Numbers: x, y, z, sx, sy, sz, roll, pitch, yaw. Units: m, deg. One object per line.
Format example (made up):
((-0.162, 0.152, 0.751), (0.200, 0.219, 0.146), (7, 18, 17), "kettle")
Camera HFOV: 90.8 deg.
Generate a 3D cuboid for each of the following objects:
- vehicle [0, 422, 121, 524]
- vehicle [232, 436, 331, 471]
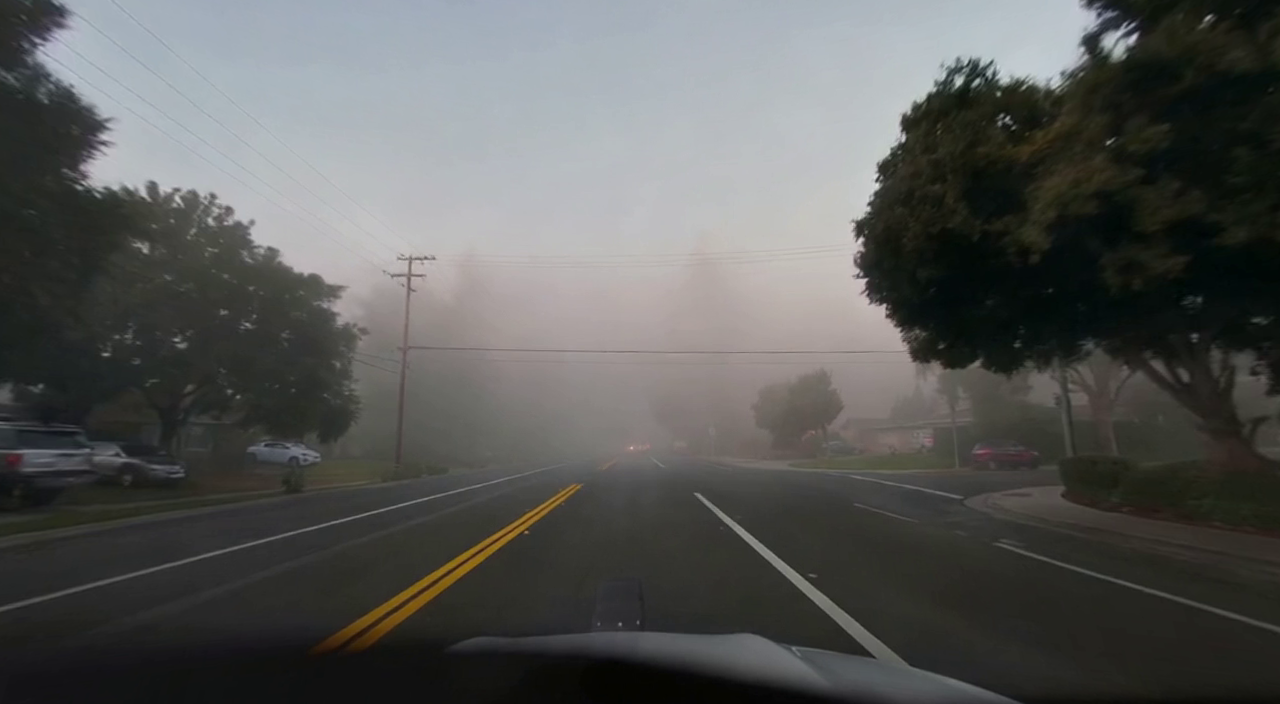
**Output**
((-16.418, 2.797, 14.915), (5.922, 2.148, 2.754), (-1, -8, 3), "vehicle")
((-22.244, 6.312, 39.377), (4.722, 1.983, 2.346), (-1, -8, -2), "vehicle")
